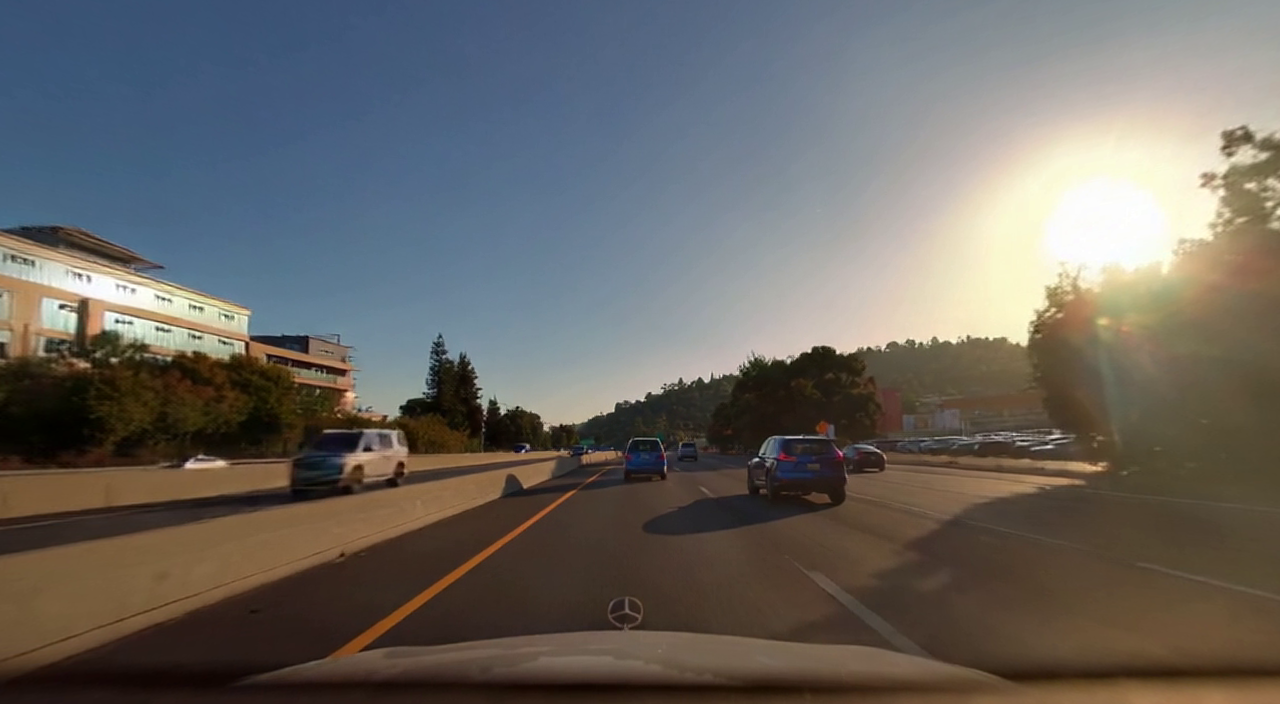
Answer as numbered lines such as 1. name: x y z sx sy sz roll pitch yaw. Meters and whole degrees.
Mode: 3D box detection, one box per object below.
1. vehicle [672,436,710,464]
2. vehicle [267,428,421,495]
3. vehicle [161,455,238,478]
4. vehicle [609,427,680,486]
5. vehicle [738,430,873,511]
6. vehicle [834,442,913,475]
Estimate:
1. vehicle: 3.800 7.458 47.927 2.328 1.987 5.440 0 -8 -1
2. vehicle: -10.807 4.064 23.886 2.614 2.135 6.505 0 -8 0
3. vehicle: -31.328 8.133 45.066 1.912 1.493 4.743 -1 -8 3
4. vehicle: 0.163 3.715 22.673 2.290 1.862 4.454 0 -8 0
5. vehicle: 3.614 2.659 14.644 2.042 1.592 4.047 0 -8 0
6. vehicle: 10.953 5.005 29.951 2.027 1.446 4.470 0 -8 0
